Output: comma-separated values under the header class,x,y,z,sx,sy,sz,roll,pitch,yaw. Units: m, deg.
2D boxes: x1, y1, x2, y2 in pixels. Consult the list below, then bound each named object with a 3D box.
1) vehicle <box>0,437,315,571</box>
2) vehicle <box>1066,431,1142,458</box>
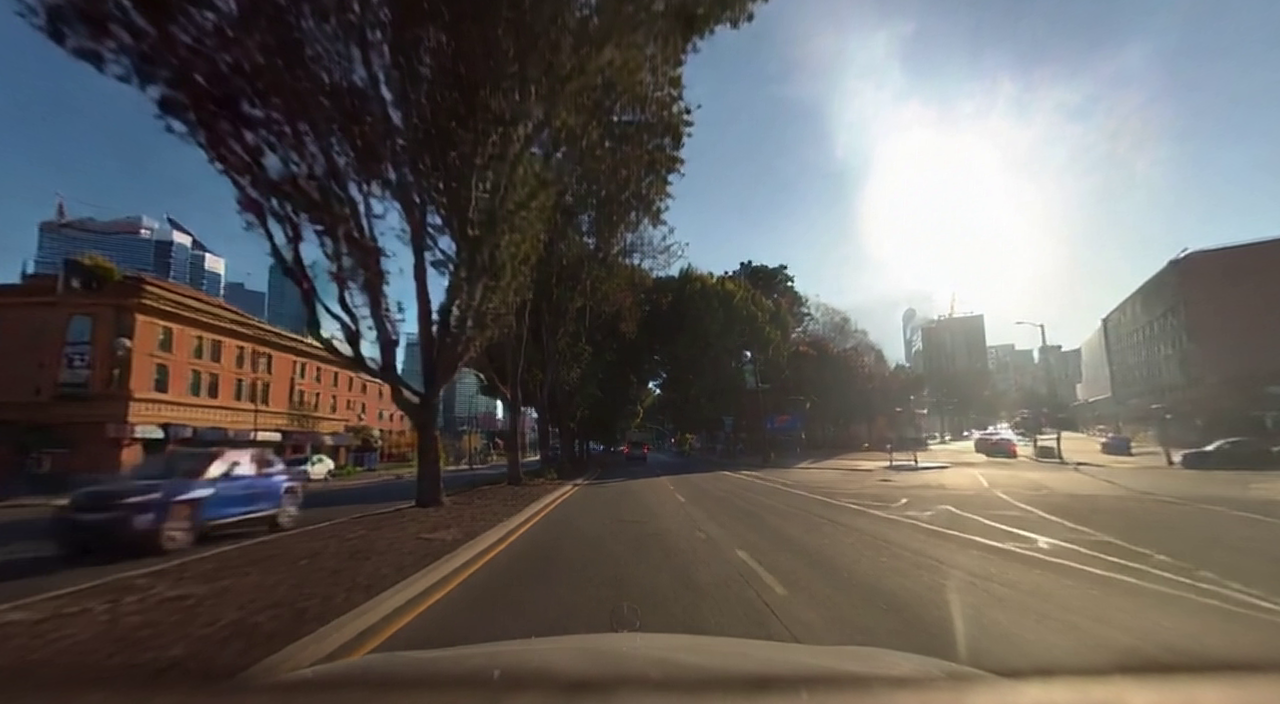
class,x,y,z,sx,sy,sz,roll,pitch,yaw
vehicle,-7.580,2.317,10.508,2.008,1.701,4.430,0,-9,-1
vehicle,35.801,7.133,48.787,4.710,1.864,1.949,-1,-8,-14
